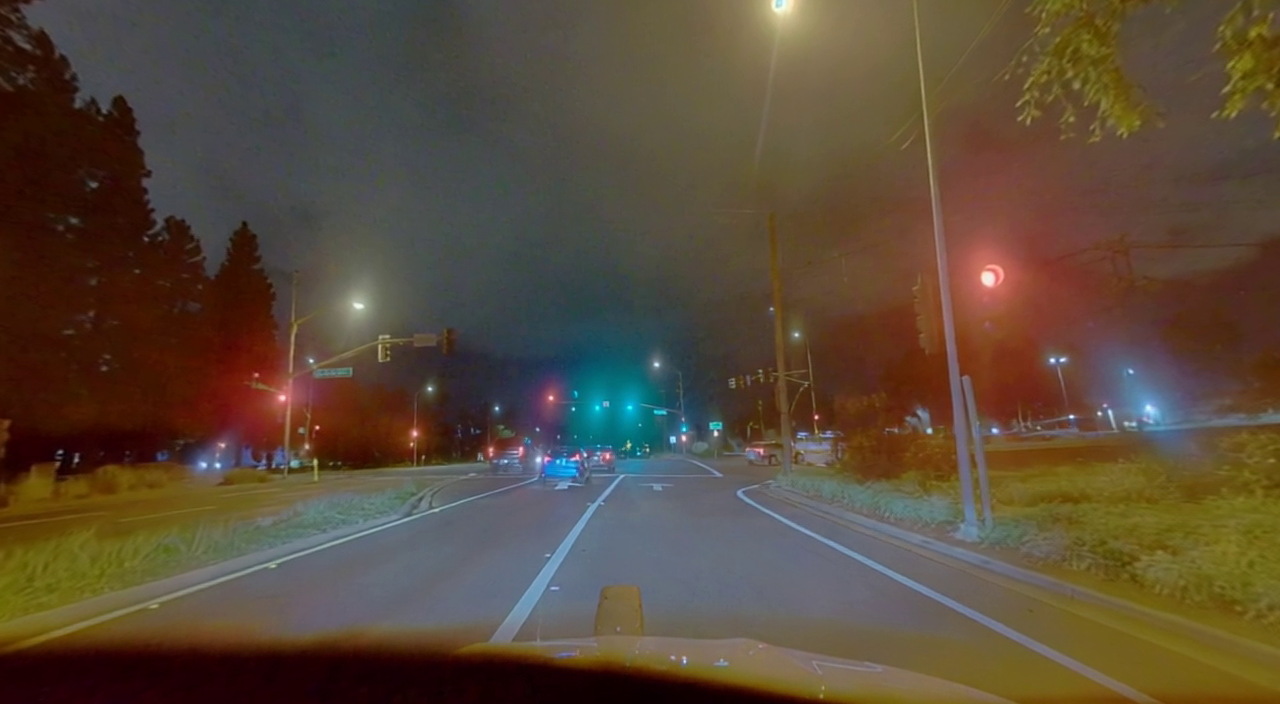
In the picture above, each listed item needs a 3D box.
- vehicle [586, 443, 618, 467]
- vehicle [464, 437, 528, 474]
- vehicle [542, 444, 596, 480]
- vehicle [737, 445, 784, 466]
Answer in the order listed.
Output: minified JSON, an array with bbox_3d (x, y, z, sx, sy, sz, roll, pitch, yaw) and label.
[{"bbox_3d":[-2.771,7.540,46.453,2.055,1.679,4.155,0,-9,1],"label":"vehicle"},{"bbox_3d":[-8.746,6.177,38.033,2.390,2.020,5.085,4,-10,-28],"label":"vehicle"},{"bbox_3d":[-3.129,4.974,28.762,1.979,1.492,3.930,0,-9,0],"label":"vehicle"},{"bbox_3d":[8.533,7.239,44.377,1.945,1.410,4.284,-5,-10,28],"label":"vehicle"}]
